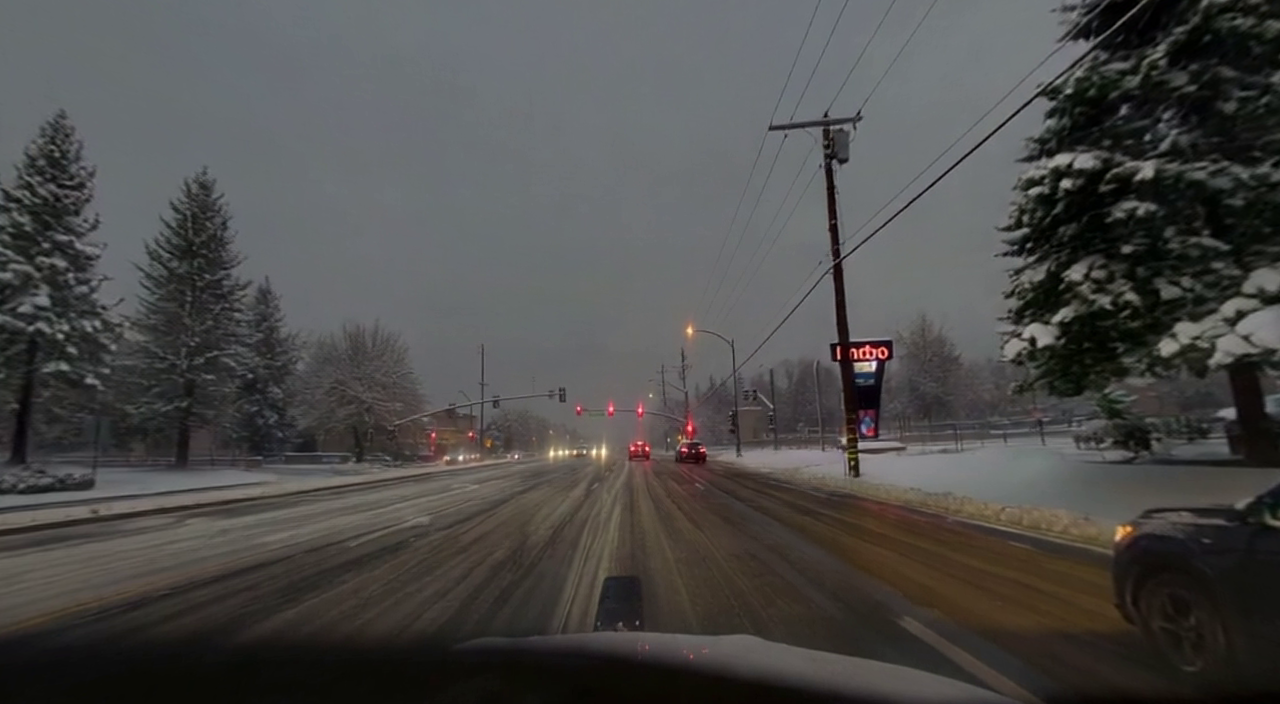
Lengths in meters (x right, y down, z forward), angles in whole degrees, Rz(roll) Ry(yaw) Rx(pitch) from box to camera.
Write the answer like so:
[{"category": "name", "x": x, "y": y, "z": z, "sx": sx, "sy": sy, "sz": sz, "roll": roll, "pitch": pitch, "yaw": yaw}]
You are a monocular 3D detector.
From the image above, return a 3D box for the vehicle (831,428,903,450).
[{"category": "vehicle", "x": 15.865, "y": 6.122, "z": 44.311, "sx": 4.344, "sy": 1.512, "sz": 1.936, "roll": -1, "pitch": -8, "yaw": 5}]

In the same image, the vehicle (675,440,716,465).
[{"category": "vehicle", "x": 3.740, "y": 6.891, "z": 43.478, "sx": 2.198, "sy": 1.660, "sz": 4.512, "roll": 0, "pitch": -8, "yaw": -2}]

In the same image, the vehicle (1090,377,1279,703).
[{"category": "vehicle", "x": 3.822, "y": 0.727, "z": 1.634, "sx": 1.889, "sy": 1.572, "sz": 4.605, "roll": 0, "pitch": -8, "yaw": 0}]

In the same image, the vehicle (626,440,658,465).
[{"category": "vehicle", "x": 0.065, "y": 7.073, "z": 44.628, "sx": 2.146, "sy": 1.685, "sz": 4.003, "roll": 0, "pitch": -8, "yaw": -2}]

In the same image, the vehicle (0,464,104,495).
[{"category": "vehicle", "x": -33.935, "y": 7.293, "z": 36.204, "sx": 4.560, "sy": 1.530, "sz": 1.950, "roll": 5, "pitch": -10, "yaw": -32}]
